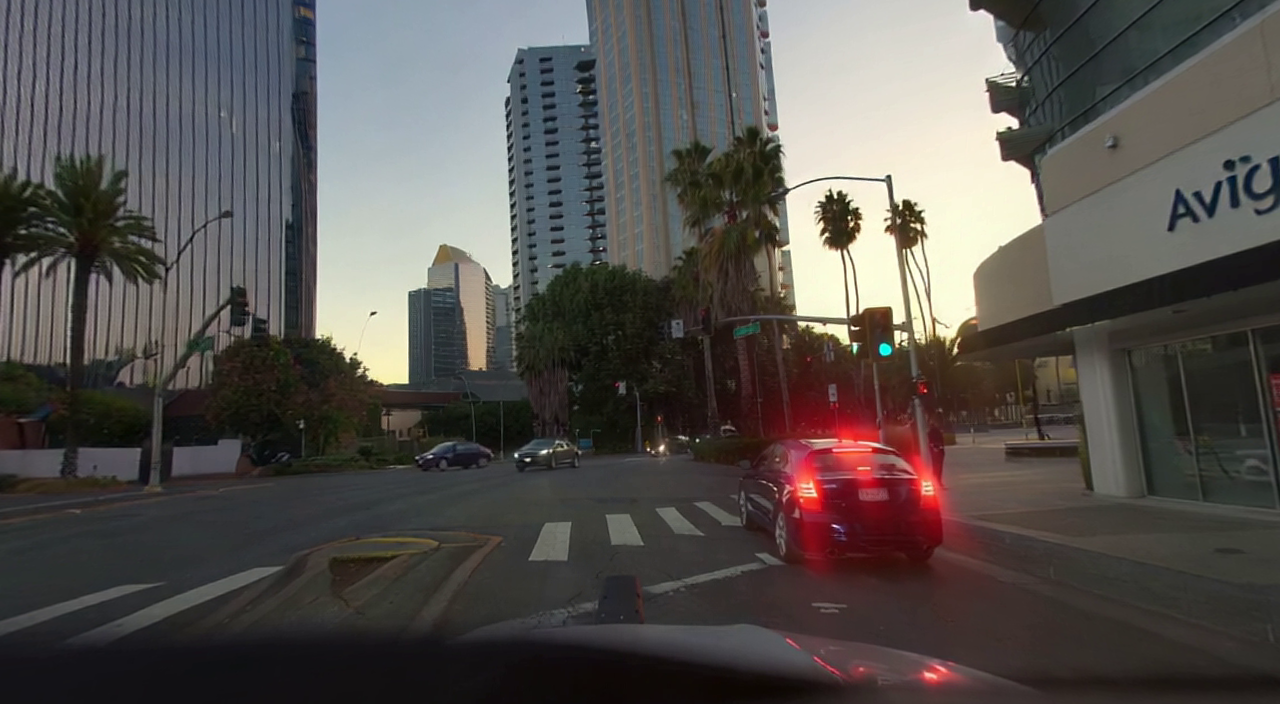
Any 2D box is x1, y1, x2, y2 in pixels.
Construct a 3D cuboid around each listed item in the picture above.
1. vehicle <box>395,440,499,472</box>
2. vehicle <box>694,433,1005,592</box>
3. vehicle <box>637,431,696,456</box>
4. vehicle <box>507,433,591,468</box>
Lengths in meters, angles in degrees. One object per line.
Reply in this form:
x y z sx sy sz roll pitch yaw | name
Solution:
-9.543 5.151 31.592 1.896 1.492 4.808 -6 -10 34 | vehicle
2.225 1.858 8.399 2.090 1.466 4.676 1 -8 -7 | vehicle
2.087 7.065 48.654 2.029 1.822 5.090 -6 -10 36 | vehicle
-4.104 4.562 29.417 2.052 1.478 4.395 -3 -9 19 | vehicle
